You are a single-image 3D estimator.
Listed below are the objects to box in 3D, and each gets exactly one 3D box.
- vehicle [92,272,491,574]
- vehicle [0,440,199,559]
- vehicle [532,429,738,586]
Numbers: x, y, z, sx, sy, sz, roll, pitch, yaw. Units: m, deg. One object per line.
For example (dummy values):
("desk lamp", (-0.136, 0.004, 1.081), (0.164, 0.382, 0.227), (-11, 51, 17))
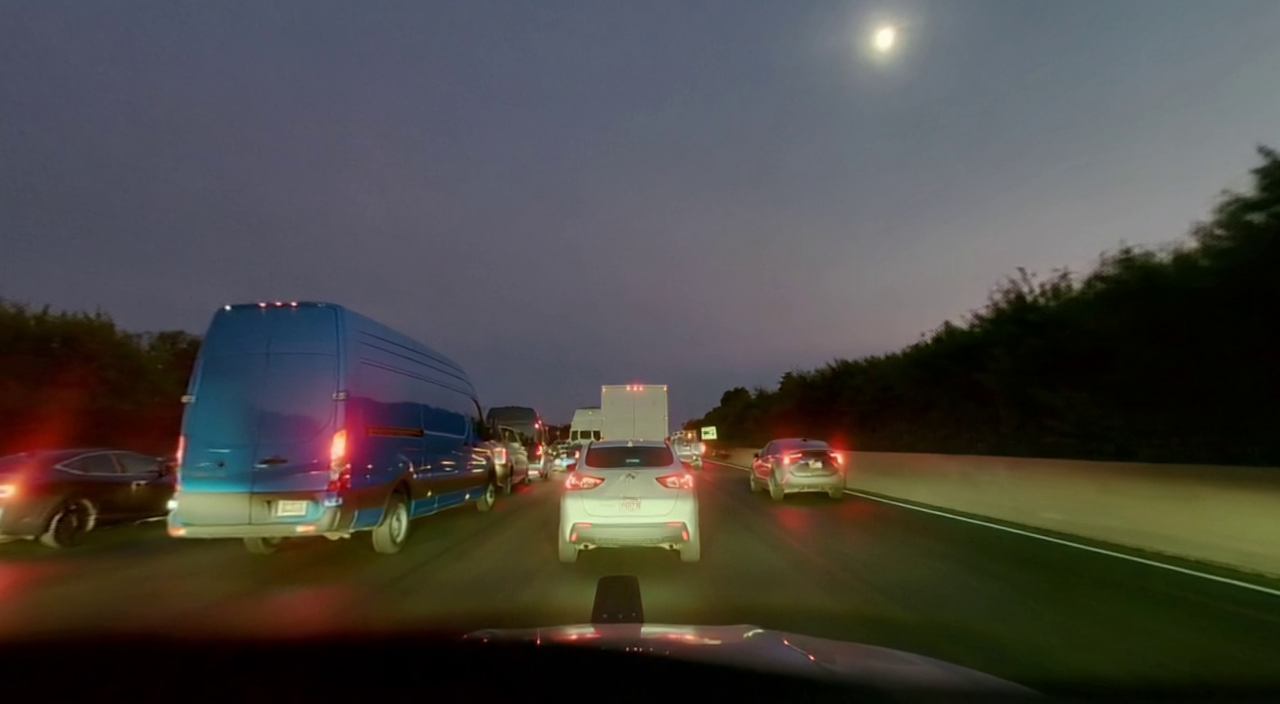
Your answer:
("vehicle", (-4.066, 1.135, 9.380), (2.254, 2.879, 6.656), (0, -9, -2))
("vehicle", (-8.876, 2.070, 9.348), (1.797, 1.466, 3.924), (0, -9, 0))
("vehicle", (-0.076, 1.778, 7.888), (1.995, 1.495, 3.380), (0, -9, -1))
